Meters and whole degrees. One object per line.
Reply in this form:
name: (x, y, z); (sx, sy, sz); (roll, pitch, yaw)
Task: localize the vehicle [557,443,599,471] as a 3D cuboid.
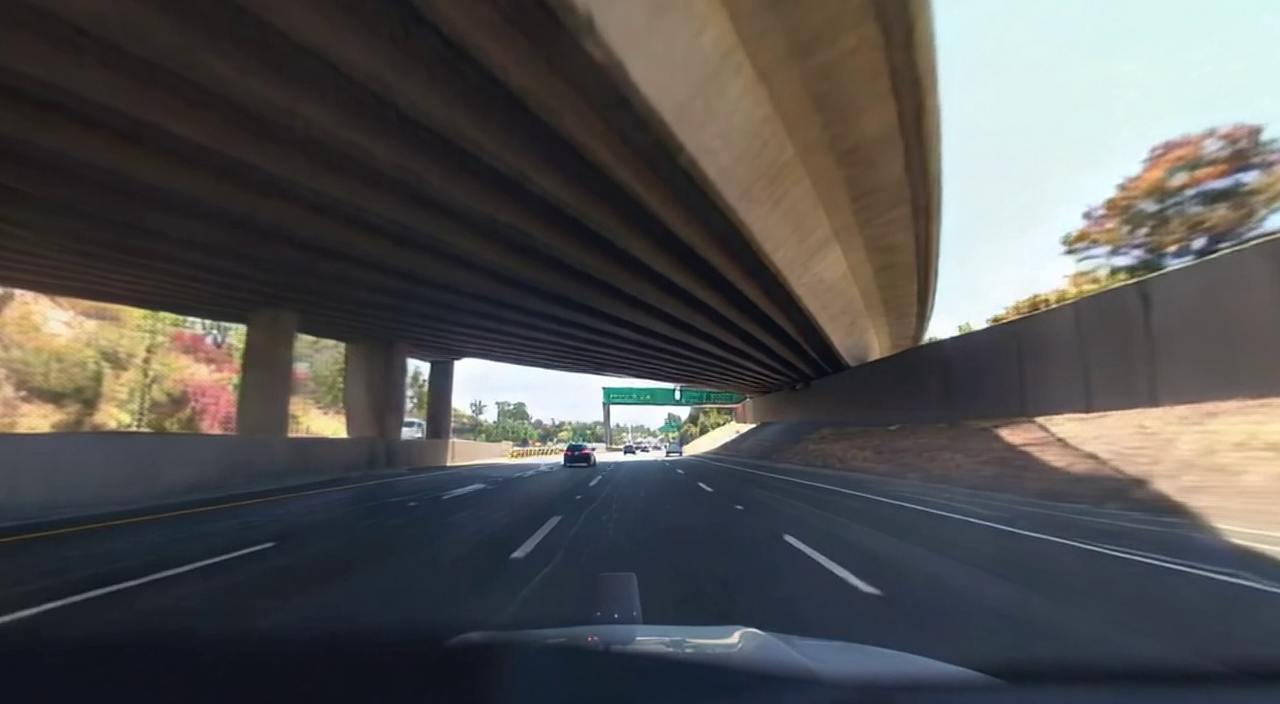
vehicle: (-3.583, 6.141, 37.199); (2.037, 1.514, 4.335); (0, -8, 1)
